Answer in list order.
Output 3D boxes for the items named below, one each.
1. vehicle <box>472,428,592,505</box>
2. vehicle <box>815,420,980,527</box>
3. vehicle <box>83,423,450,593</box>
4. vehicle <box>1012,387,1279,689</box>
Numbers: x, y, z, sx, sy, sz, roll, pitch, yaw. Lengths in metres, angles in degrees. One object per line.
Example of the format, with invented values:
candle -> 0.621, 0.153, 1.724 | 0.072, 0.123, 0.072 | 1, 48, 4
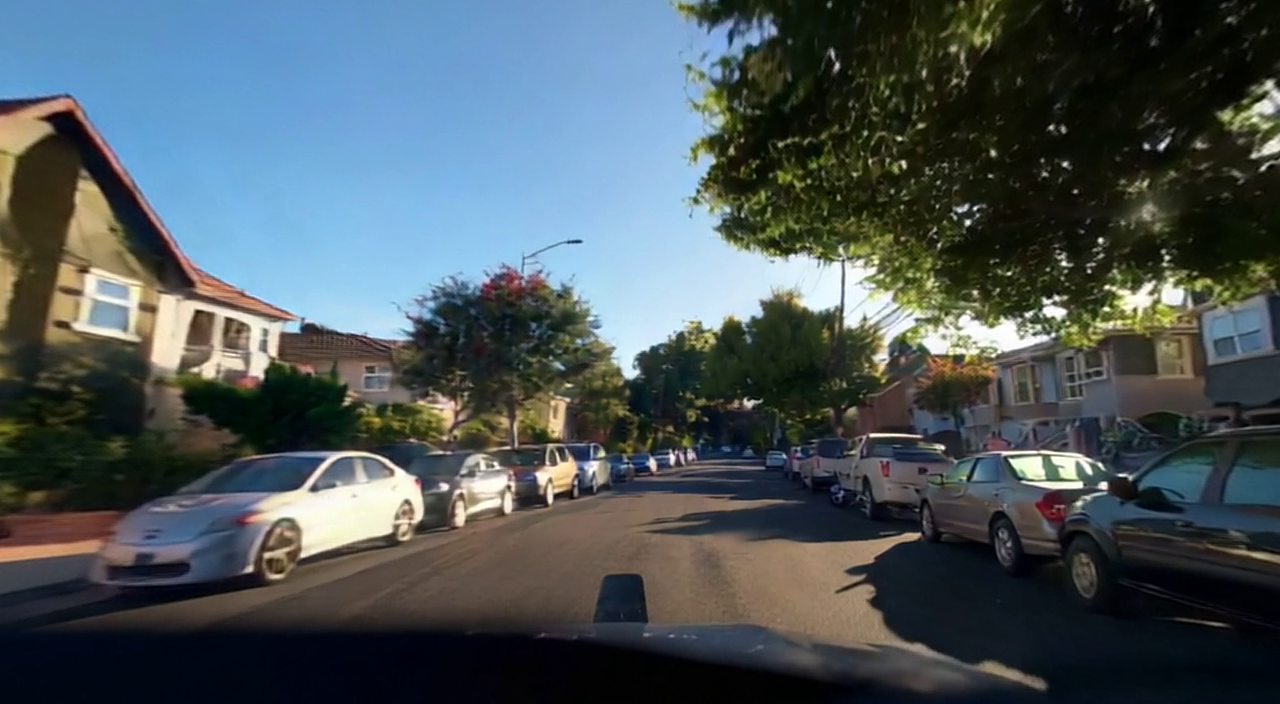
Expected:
vehicle -> -2.931, 3.267, 18.473 | 2.034, 1.923, 4.713 | -1, -8, 9
vehicle -> 5.840, 2.793, 15.243 | 2.237, 2.071, 5.332 | -1, -8, 7
vehicle -> -4.506, 1.903, 8.694 | 1.909, 1.675, 4.442 | -1, -8, 8
vehicle -> 4.907, 1.302, 4.389 | 2.055, 1.763, 5.134 | 4, -10, 6
